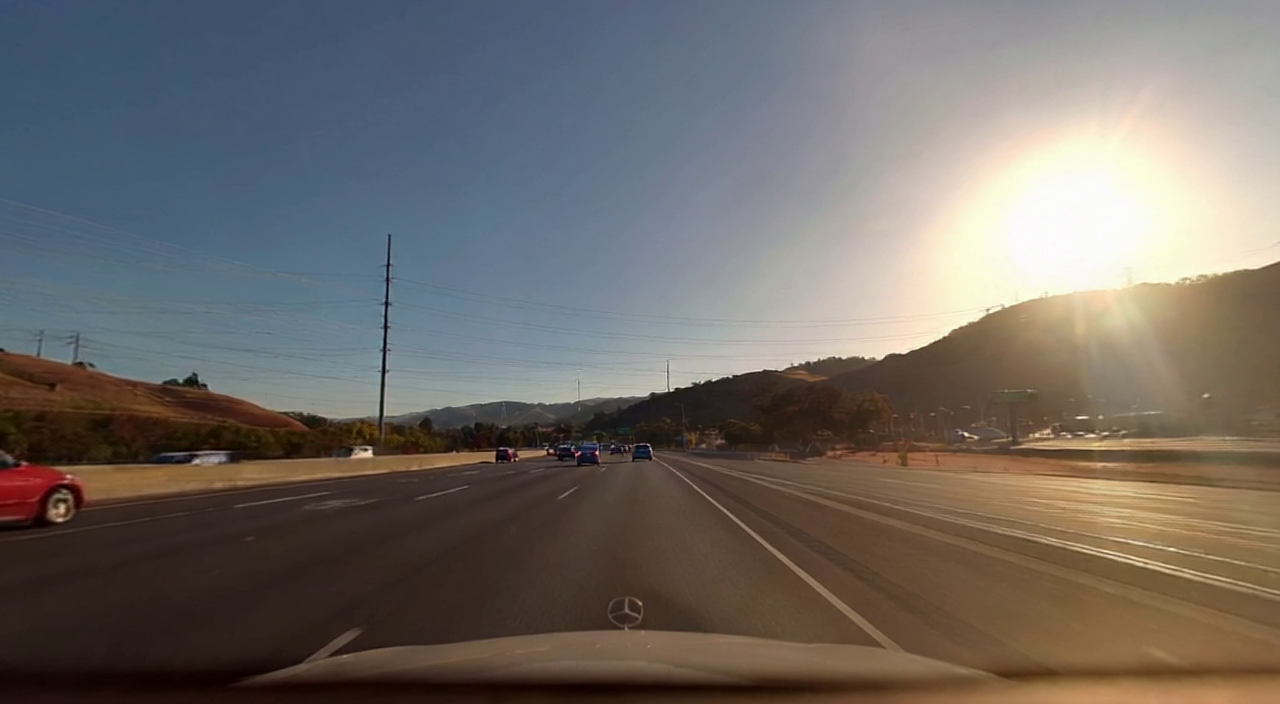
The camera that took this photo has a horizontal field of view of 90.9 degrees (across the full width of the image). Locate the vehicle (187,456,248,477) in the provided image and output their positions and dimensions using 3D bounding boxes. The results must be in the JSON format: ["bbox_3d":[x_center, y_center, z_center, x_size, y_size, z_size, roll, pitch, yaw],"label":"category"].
[{"bbox_3d":[-32.064,8.696,48.029,1.767,1.419,4.079,0,-9,0],"label":"vehicle"}]

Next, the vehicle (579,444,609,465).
[{"bbox_3d":[-3.480,7.828,48.444,1.967,1.517,4.808,0,-9,0],"label":"vehicle"}]

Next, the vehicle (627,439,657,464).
[{"bbox_3d":[0.124,7.518,47.712,2.194,1.737,4.127,0,-9,-1],"label":"vehicle"}]

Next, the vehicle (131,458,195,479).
[{"bbox_3d":[-35.809,8.738,47.435,1.772,1.445,3.772,0,-9,1],"label":"vehicle"}]
